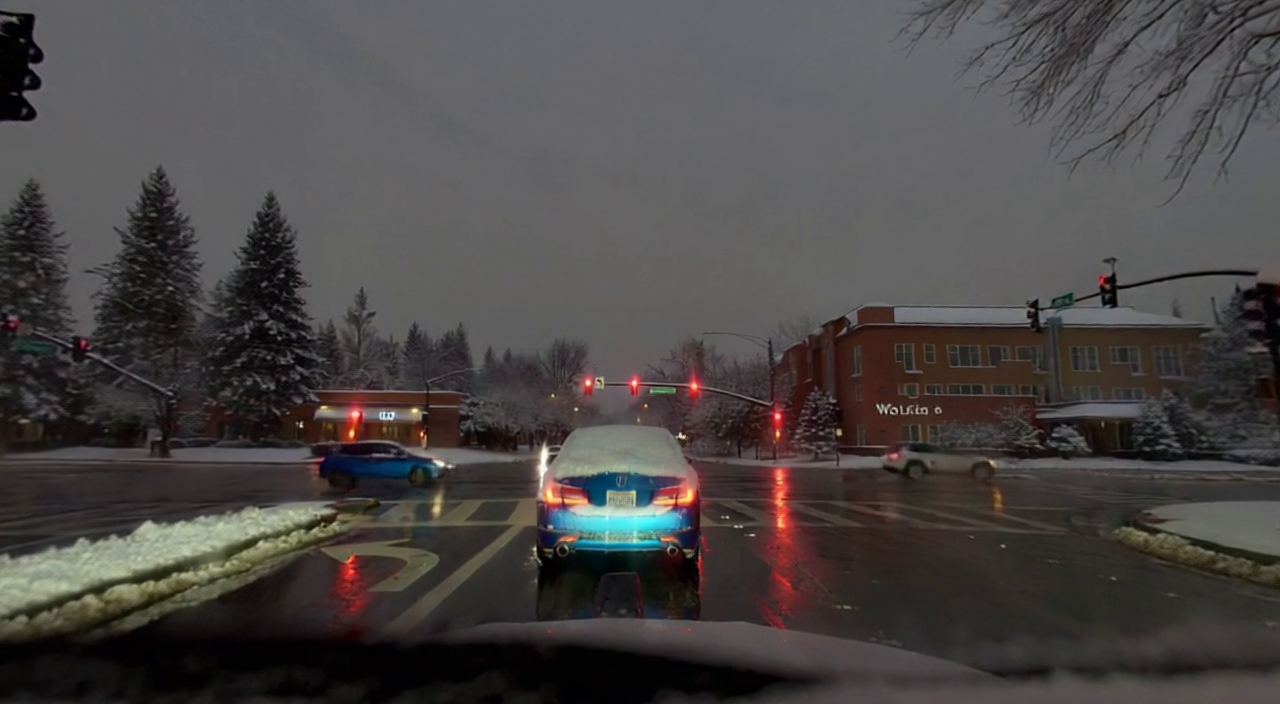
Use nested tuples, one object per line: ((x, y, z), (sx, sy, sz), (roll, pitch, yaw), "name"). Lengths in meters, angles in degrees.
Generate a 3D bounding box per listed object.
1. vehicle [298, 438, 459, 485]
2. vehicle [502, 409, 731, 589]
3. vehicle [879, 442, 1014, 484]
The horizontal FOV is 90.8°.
((-9.277, 3.908, 22.771), (4.891, 1.591, 2.067), (0, -8, -1), "vehicle")
((-0.247, 1.622, 7.769), (2.066, 1.618, 3.922), (0, -8, -1), "vehicle")
((13.415, 4.851, 27.837), (4.912, 1.731, 2.022), (1, -8, -5), "vehicle")
